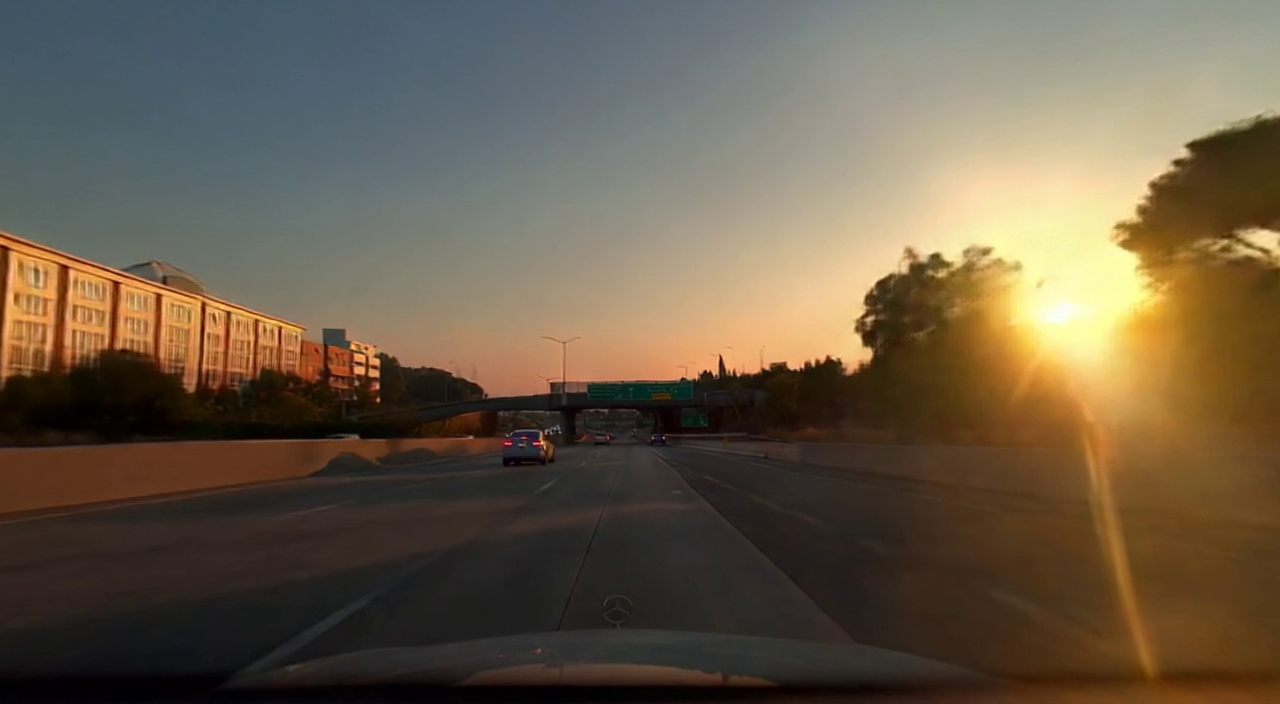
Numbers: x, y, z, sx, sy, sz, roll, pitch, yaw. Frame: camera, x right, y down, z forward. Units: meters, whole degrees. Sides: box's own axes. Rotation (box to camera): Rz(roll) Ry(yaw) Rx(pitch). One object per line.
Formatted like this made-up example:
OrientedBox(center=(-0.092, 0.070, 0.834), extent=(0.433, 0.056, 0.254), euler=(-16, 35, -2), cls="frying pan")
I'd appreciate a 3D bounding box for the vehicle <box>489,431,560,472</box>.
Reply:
OrientedBox(center=(-4.501, 3.937, 25.167), extent=(1.996, 1.490, 4.571), euler=(0, -8, -1), cls="vehicle")
